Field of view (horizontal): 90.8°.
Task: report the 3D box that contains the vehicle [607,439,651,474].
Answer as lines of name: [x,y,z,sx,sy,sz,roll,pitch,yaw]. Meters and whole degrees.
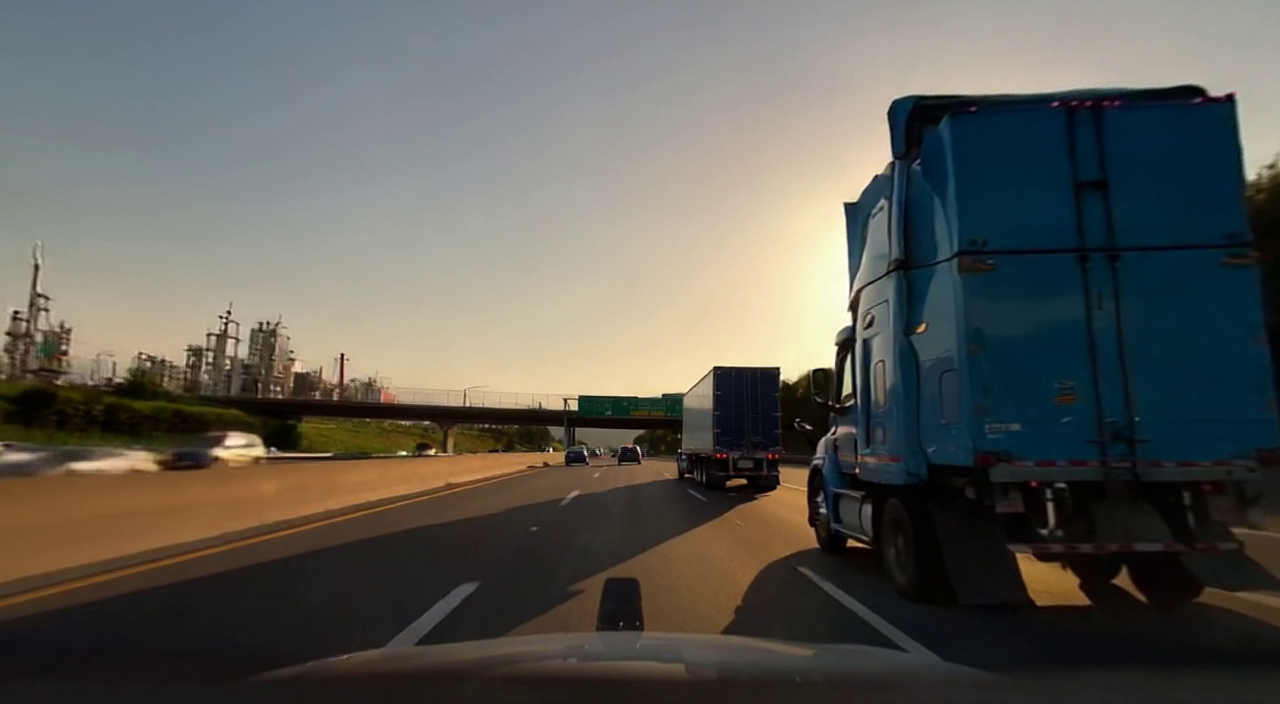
vehicle: [-0.606,5.475,33.143,2.191,1.685,4.015,0,-9,-2]

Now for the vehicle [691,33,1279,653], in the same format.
vehicle: [3.279,1.015,12.051,2.996,4.123,15.965,0,-9,-1]

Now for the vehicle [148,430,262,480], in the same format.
vehicle: [-20.604,4.914,30.262,2.051,2.191,4.865,0,-9,-2]
